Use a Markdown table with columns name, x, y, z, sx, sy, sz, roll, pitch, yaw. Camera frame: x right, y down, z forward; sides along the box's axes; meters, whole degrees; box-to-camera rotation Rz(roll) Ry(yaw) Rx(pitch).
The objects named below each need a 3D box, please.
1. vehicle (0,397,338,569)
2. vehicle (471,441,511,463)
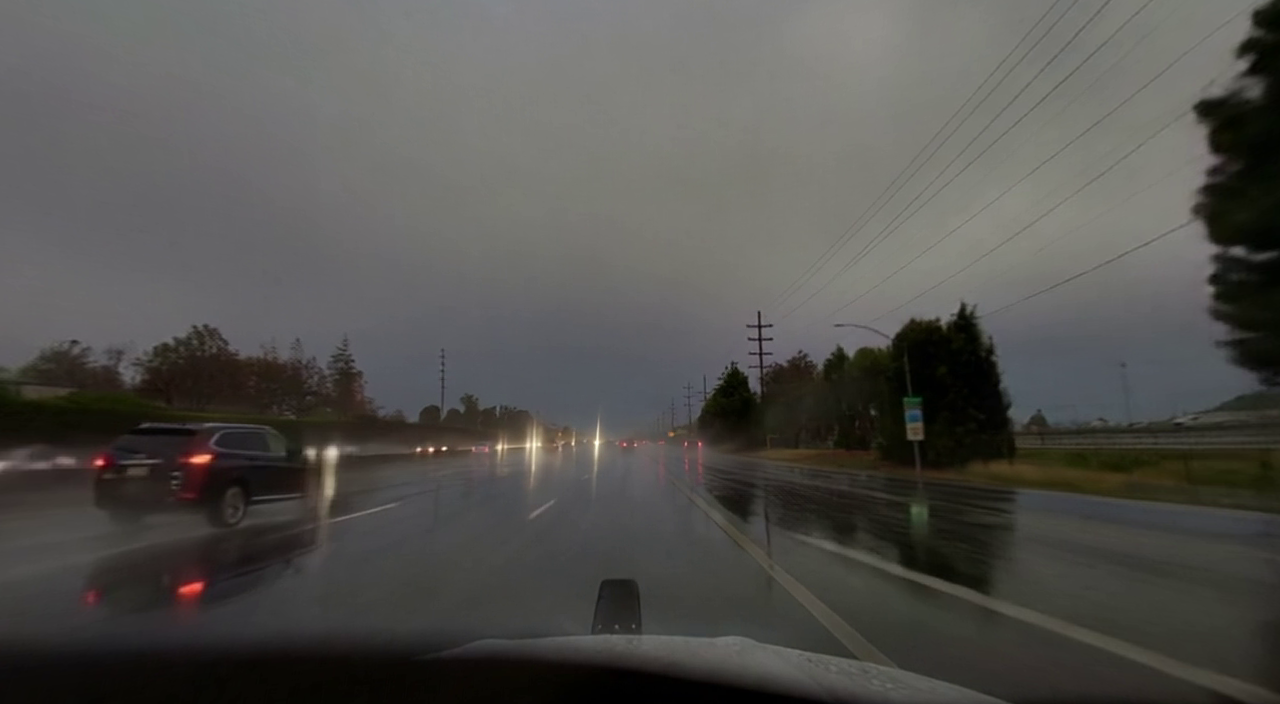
| name | x | y | z | sx | sy | sz | roll | pitch | yaw |
| --- | --- | --- | --- | --- | --- | --- | --- | --- | --- |
| vehicle | -6.869 | 1.784 | 9.422 | 2.115 | 1.799 | 5.444 | 0 | -9 | -1 |
| vehicle | -10.757 | 7.255 | 45.956 | 1.887 | 1.473 | 4.352 | 0 | -9 | 0 |
